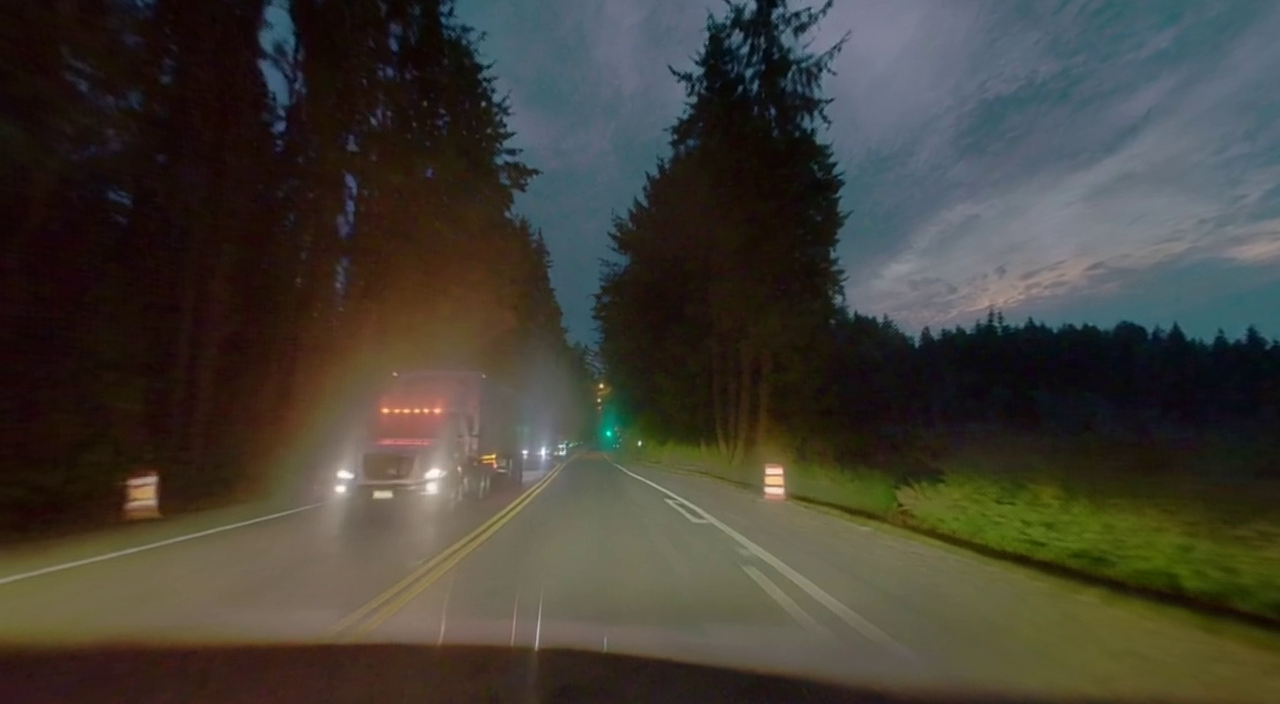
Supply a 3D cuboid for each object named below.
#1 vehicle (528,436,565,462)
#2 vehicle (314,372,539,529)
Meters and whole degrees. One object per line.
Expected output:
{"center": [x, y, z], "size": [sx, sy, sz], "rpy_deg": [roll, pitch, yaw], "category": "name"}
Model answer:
{"center": [-6.526, 6.841, 44.578], "size": [2.096, 1.705, 4.352], "rpy_deg": [0, -8, -2], "category": "vehicle"}
{"center": [-4.191, 2.252, 14.821], "size": [2.939, 2.556, 8.664], "rpy_deg": [1, -8, -5], "category": "vehicle"}
